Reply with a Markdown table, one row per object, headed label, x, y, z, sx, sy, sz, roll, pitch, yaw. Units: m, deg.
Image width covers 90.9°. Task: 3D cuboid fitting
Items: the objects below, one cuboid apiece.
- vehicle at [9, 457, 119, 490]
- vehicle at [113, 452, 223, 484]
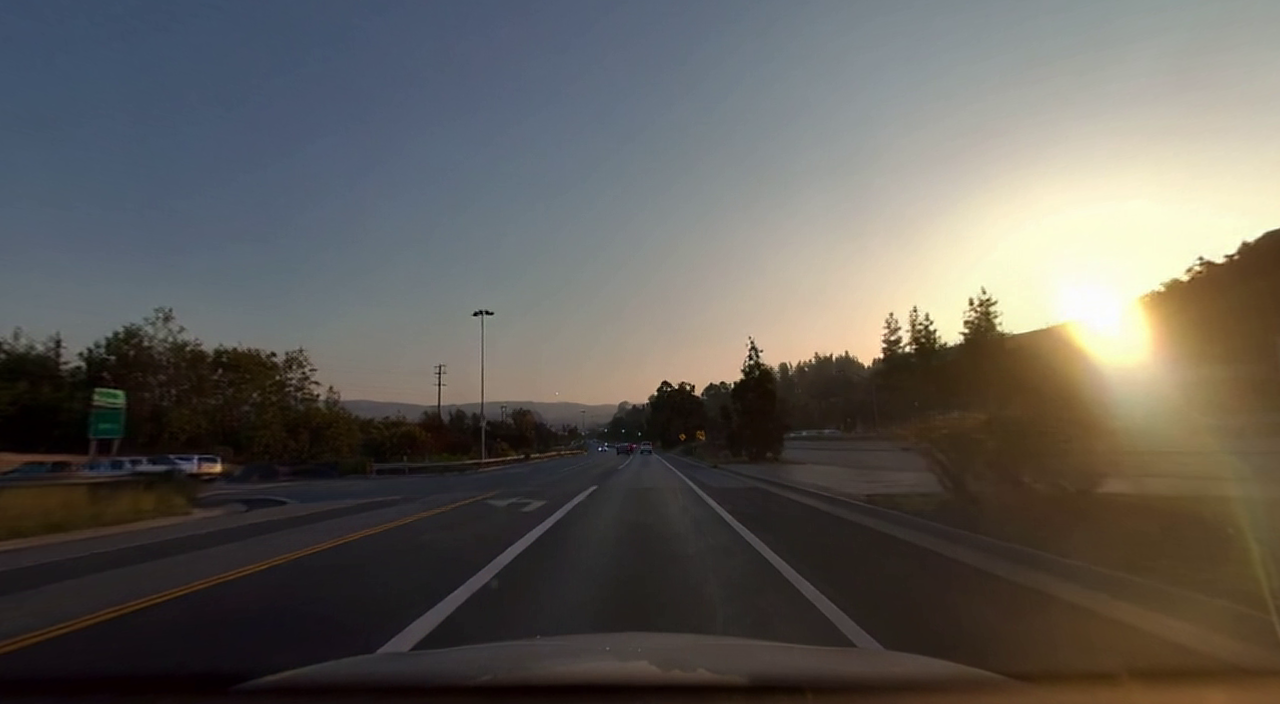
| label | x | y | z | sx | sy | sz | roll | pitch | yaw |
| --- | --- | --- | --- | --- | --- | --- | --- | --- | --- |
| vehicle | -31.612 | 6.647 | 34.668 | 4.260 | 1.498 | 1.850 | -3 | -8 | -1 |
| vehicle | -25.675 | 6.291 | 34.368 | 4.495 | 1.641 | 1.966 | -1 | -8 | 4 |
